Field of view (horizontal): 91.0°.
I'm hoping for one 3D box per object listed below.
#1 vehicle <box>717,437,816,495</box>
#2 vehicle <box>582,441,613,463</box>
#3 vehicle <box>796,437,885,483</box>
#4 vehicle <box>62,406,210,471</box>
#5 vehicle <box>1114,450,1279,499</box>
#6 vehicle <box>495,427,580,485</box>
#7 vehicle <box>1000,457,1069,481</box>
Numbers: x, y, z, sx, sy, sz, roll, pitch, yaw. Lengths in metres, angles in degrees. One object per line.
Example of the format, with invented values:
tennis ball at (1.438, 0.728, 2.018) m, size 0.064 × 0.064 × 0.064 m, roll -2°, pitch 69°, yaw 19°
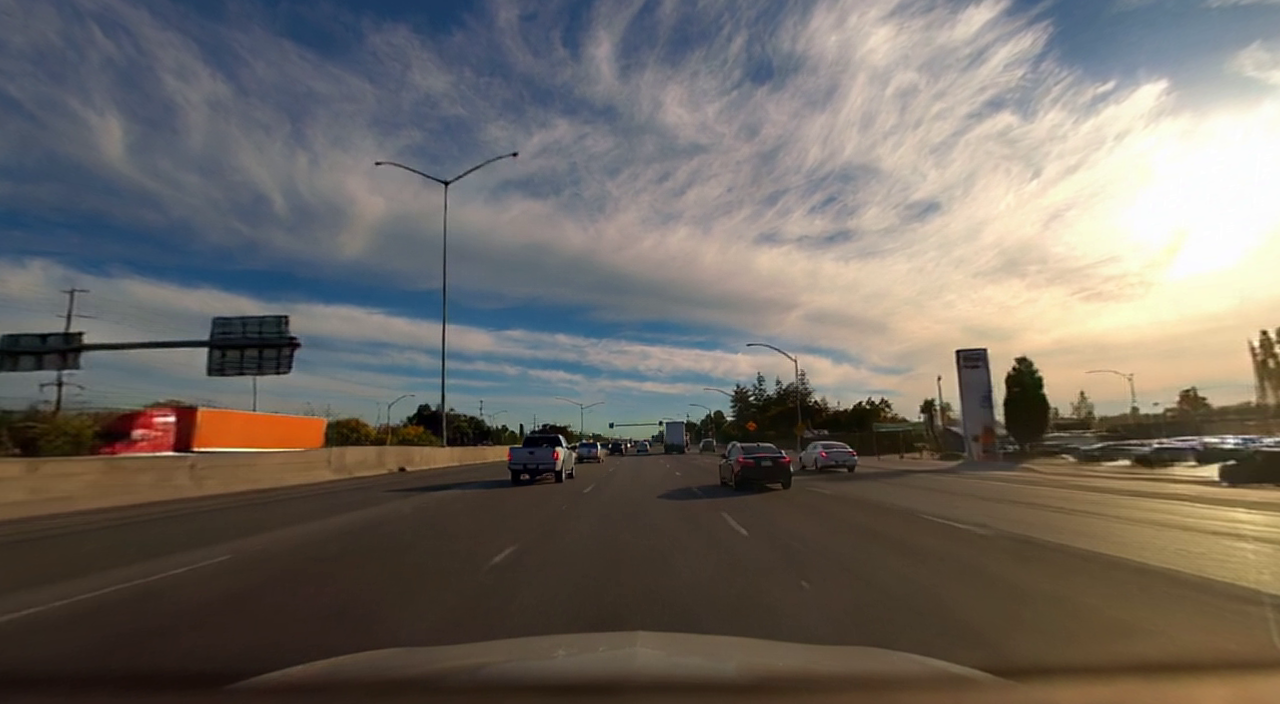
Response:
vehicle at (3.580, 3.328, 18.742) m, size 1.980 × 1.501 × 4.433 m, roll 0°, pitch -9°, yaw -1°
vehicle at (-3.046, 7.334, 46.260) m, size 1.929 × 1.521 × 4.097 m, roll 0°, pitch -9°, yaw 1°
vehicle at (7.561, 4.114, 24.238) m, size 2.075 × 1.587 × 3.947 m, roll 0°, pitch -9°, yaw -1°
vehicle at (-31.843, 5.574, 40.297) m, size 3.047 × 3.762 × 7.103 m, roll 0°, pitch -9°, yaw 4°
vehicle at (27.906, 6.130, 31.762) m, size 5.755 × 2.190 × 2.484 m, roll -2°, pitch -9°, yaw 2°
vehicle at (-3.490, 3.664, 22.372) m, size 2.130 × 1.799 × 4.583 m, roll 0°, pitch -9°, yaw 1°
vehicle at (29.397, 8.716, 46.971) m, size 3.800 × 1.507 × 1.789 m, roll -3°, pitch -9°, yaw 3°
